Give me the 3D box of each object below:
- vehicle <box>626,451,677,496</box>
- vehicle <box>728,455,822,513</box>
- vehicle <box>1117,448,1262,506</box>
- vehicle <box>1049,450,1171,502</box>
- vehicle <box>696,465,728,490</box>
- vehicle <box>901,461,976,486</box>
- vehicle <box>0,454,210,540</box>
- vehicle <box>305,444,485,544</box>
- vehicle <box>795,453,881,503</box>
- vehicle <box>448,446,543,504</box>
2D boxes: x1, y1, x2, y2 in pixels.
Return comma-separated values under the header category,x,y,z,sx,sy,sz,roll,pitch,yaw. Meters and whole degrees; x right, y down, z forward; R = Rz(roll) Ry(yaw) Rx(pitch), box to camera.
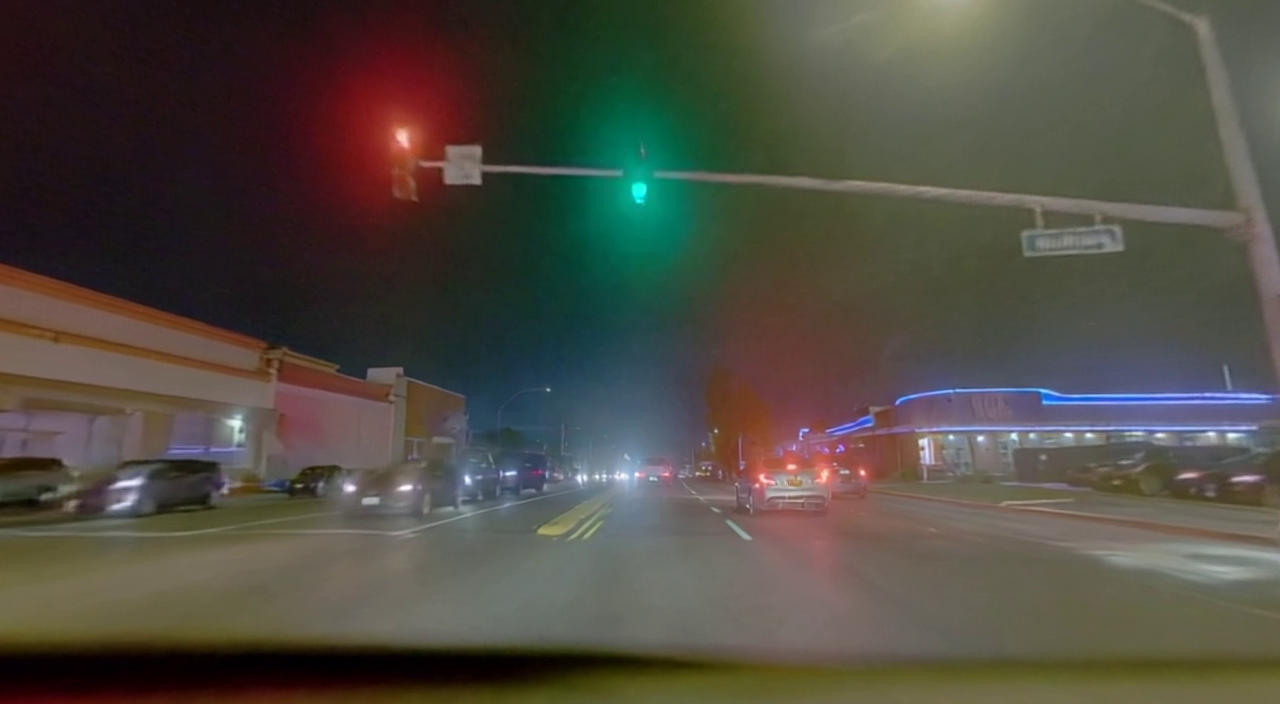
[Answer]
category,x,y,z,sx,sy,sz,roll,pitch,yaw
vehicle,0.581,5.612,29.498,2.210,1.861,4.280,0,-8,2
vehicle,3.966,3.935,19.332,1.963,1.484,4.609,0,-8,1
vehicle,16.031,3.528,18.311,4.964,1.453,2.184,7,-11,-38
vehicle,16.687,4.290,22.323,4.595,1.523,2.293,6,-10,-39
vehicle,5.553,9.730,49.214,2.036,1.719,4.318,0,-8,1
vehicle,23.140,9.415,48.963,4.718,1.628,2.008,-4,-9,6
vehicle,-11.841,3.000,13.732,1.839,1.491,4.360,0,-8,1
vehicle,-4.931,2.860,13.519,2.041,1.494,4.647,-2,-6,0
vehicle,7.767,4.940,25.241,2.040,1.738,4.414,0,-8,1
vehicle,-4.862,4.176,21.884,2.180,1.646,4.467,-3,-8,0
